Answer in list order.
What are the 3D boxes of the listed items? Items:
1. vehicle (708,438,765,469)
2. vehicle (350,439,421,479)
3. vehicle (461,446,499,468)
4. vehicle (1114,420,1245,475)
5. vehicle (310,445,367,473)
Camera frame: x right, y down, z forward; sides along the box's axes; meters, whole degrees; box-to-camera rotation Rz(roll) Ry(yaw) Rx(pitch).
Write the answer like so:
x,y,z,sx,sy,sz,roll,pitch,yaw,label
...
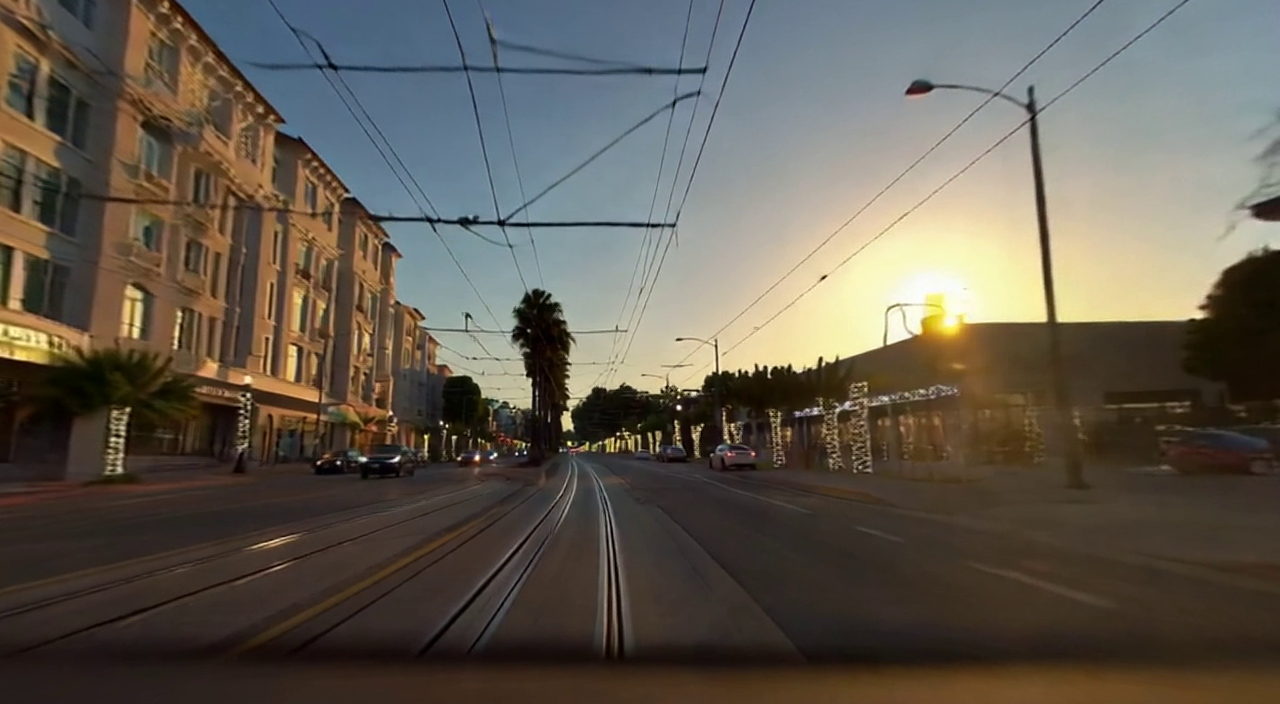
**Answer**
x,y,z,sx,sy,sz,roll,pitch,yaw,label
5.543,5.892,36.927,1.995,1.677,4.863,1,-8,-8,vehicle
-13.138,5.537,32.895,2.127,1.892,4.655,1,-8,-6,vehicle
-11.823,7.752,46.769,2.013,1.590,4.241,1,-8,-5,vehicle
16.207,2.902,19.227,1.983,1.461,4.547,-5,-9,28,vehicle
-20.480,7.247,43.002,1.974,1.808,4.373,1,-8,-5,vehicle
